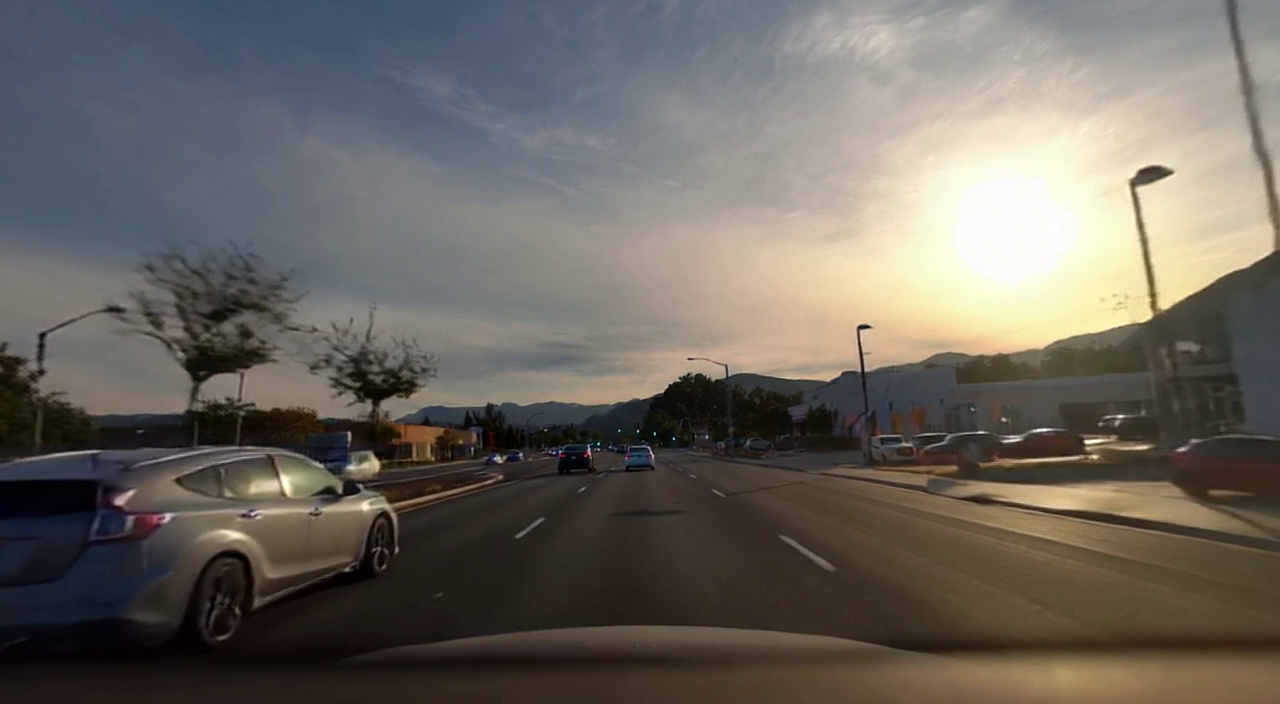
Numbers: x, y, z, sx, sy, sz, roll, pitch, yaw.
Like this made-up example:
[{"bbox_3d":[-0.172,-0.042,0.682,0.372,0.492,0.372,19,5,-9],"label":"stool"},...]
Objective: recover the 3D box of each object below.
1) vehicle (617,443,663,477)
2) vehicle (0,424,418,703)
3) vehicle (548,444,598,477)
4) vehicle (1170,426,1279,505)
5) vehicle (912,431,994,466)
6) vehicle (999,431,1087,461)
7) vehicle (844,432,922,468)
[{"bbox_3d":[-0.017,4.981,29.247,2.019,1.459,4.005,0,-8,0],"label":"vehicle"},{"bbox_3d":[-3.566,1.396,4.998,2.003,1.488,4.282,0,-8,1],"label":"vehicle"},{"bbox_3d":[-3.200,5.254,30.818,1.939,1.496,4.309,0,-8,1],"label":"vehicle"},{"bbox_3d":[13.328,2.215,12.337,1.914,1.523,4.747,-1,-8,3],"label":"vehicle"},{"bbox_3d":[16.262,5.054,33.058,1.930,1.713,4.756,0,-8,2],"label":"vehicle"},{"bbox_3d":[21.501,5.046,33.846,1.807,1.519,4.550,0,-8,1],"label":"vehicle"},{"bbox_3d":[13.025,5.296,34.112,2.072,1.769,5.000,0,-8,-2],"label":"vehicle"}]
